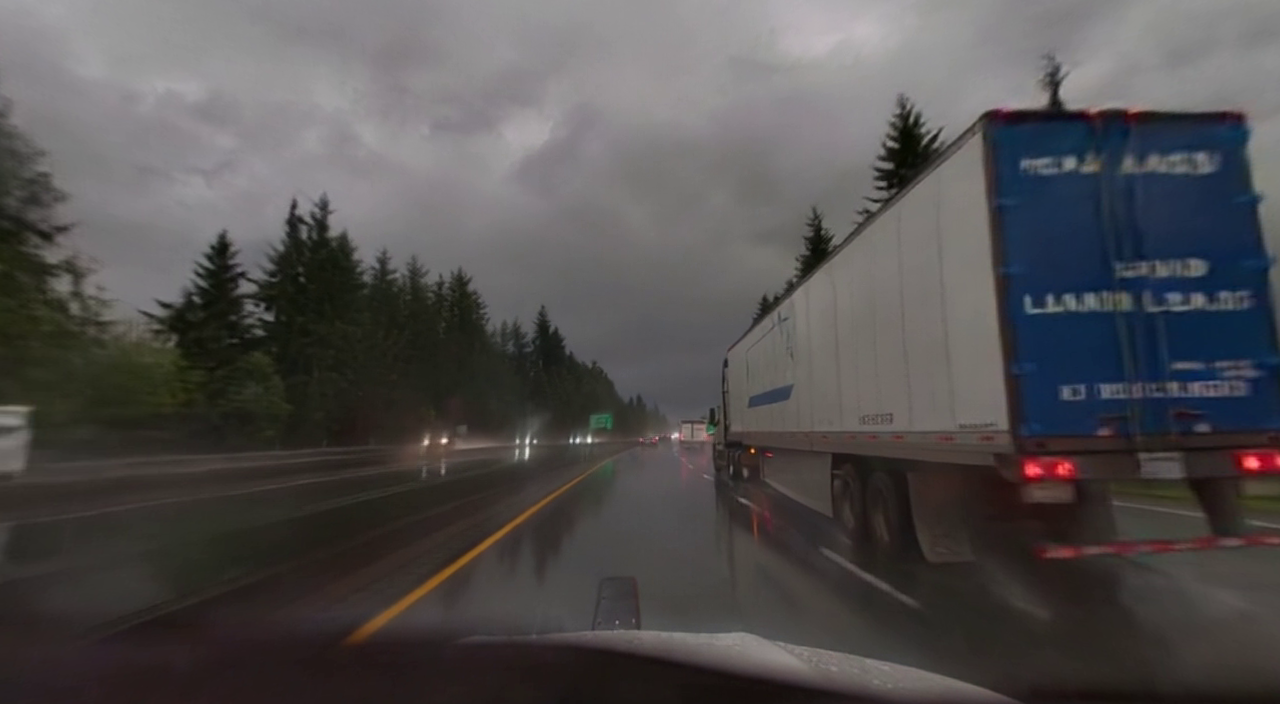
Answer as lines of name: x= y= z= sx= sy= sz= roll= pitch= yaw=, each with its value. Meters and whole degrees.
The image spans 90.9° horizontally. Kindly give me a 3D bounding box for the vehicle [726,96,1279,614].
vehicle: x=4.303 y=0.817 z=11.774 sx=3.171 sy=4.072 sz=13.784 roll=0 pitch=-8 yaw=-1
